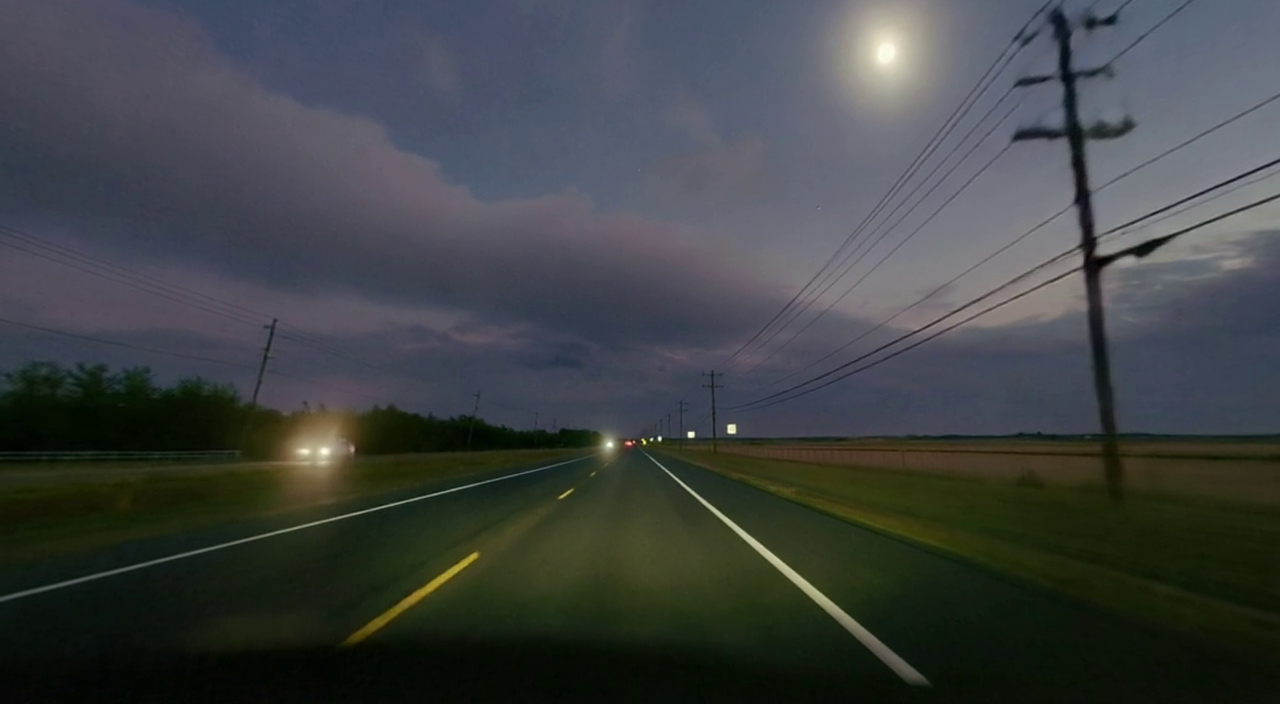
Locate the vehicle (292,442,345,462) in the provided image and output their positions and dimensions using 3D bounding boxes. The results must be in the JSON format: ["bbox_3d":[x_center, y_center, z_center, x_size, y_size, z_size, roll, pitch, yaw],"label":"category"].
[{"bbox_3d":[-24.880,7.748,48.894,1.795,1.512,4.459,0,-9,-1],"label":"vehicle"}]
